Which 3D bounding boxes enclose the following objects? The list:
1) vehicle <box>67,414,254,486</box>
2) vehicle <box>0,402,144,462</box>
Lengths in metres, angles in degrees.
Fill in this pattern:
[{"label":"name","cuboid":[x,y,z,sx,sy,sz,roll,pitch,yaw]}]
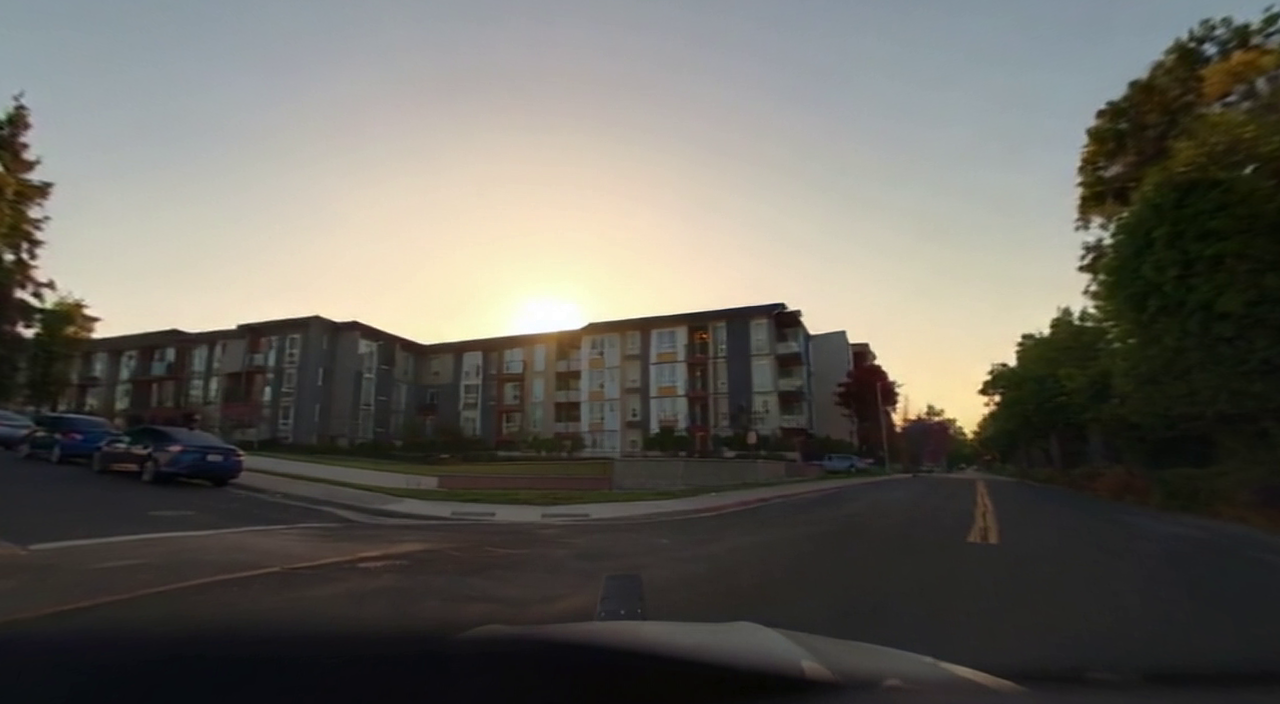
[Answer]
[{"label":"vehicle","cuboid":[-11.105,2.244,14.578,4.322,1.436,1.827,-5,-10,30]},{"label":"vehicle","cuboid":[-15.912,2.243,17.434,4.393,1.478,1.776,-4,-10,29]}]
